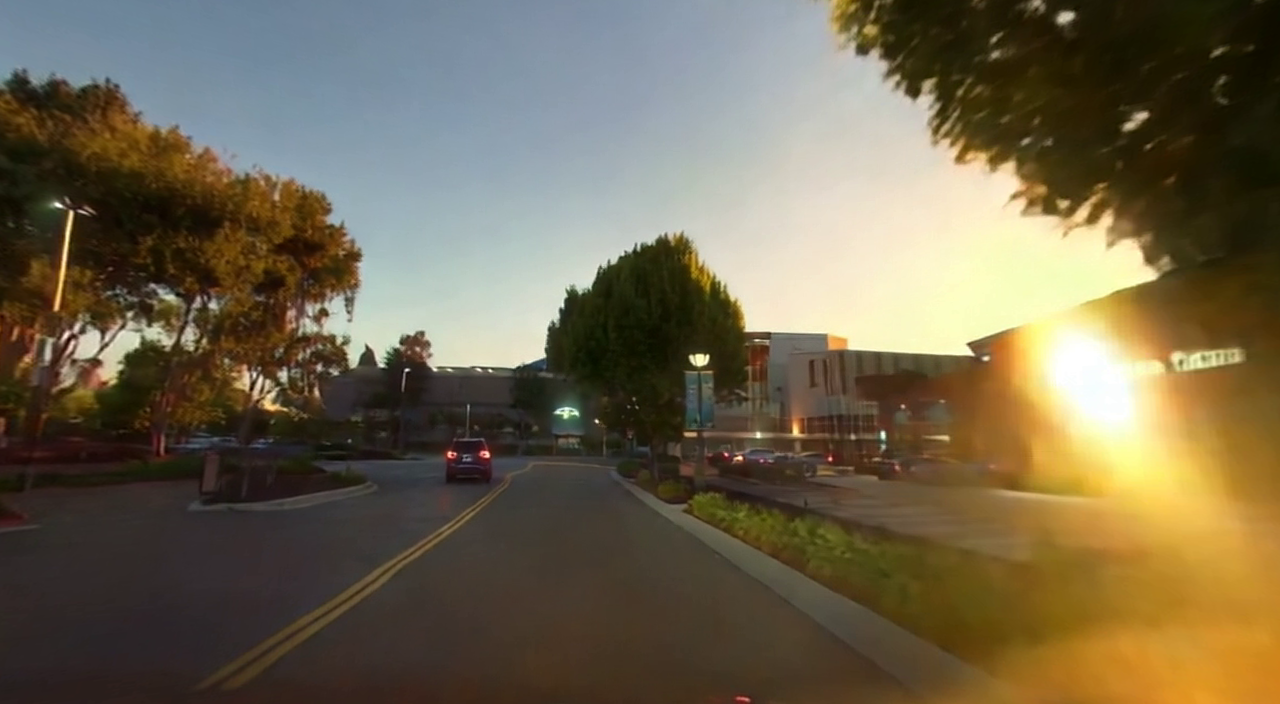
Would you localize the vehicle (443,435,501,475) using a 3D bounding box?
[{"bbox_3d":[-8.264,5.100,31.578,2.180,1.806,4.541,1,-8,-7],"label":"vehicle"}]
